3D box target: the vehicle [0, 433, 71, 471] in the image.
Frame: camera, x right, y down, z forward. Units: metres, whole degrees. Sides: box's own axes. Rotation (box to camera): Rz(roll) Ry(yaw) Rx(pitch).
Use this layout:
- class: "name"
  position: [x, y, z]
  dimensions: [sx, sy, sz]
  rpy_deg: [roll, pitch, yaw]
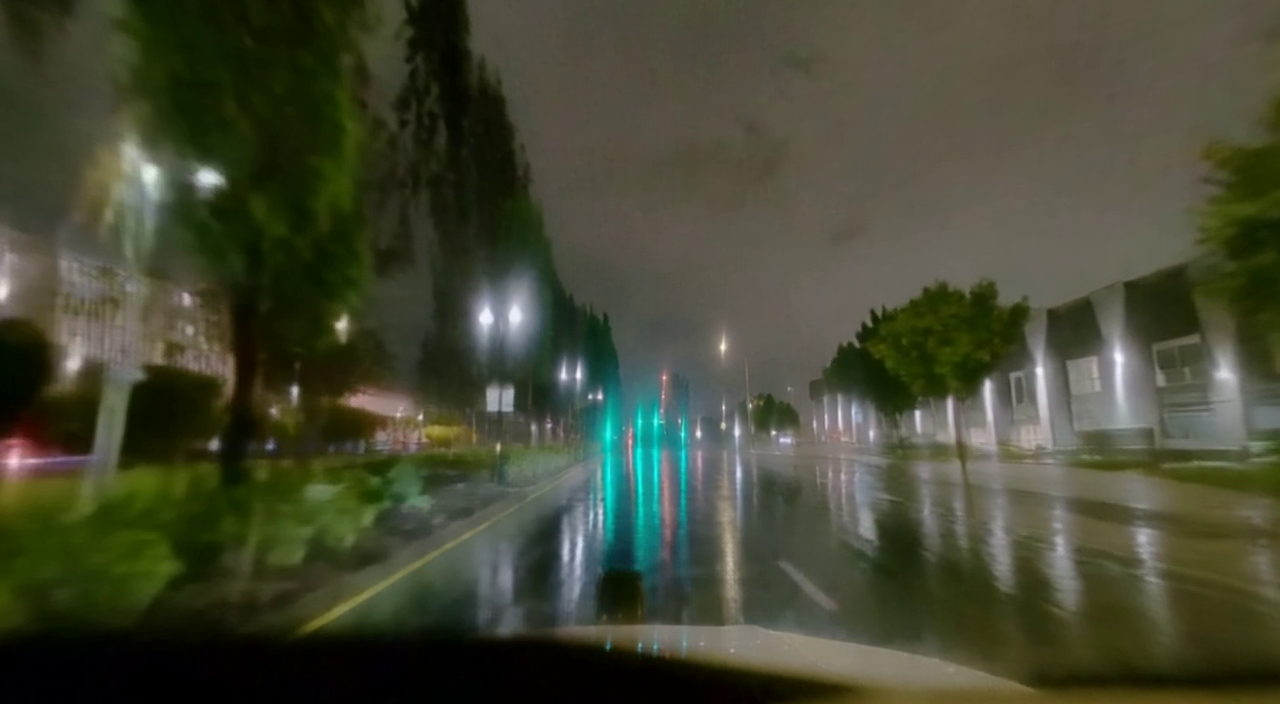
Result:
- class: "vehicle"
  position: [-39.569, 6.241, 39.769]
  dimensions: [2.265, 2.236, 5.627]
  rpy_deg: [1, -8, -2]
